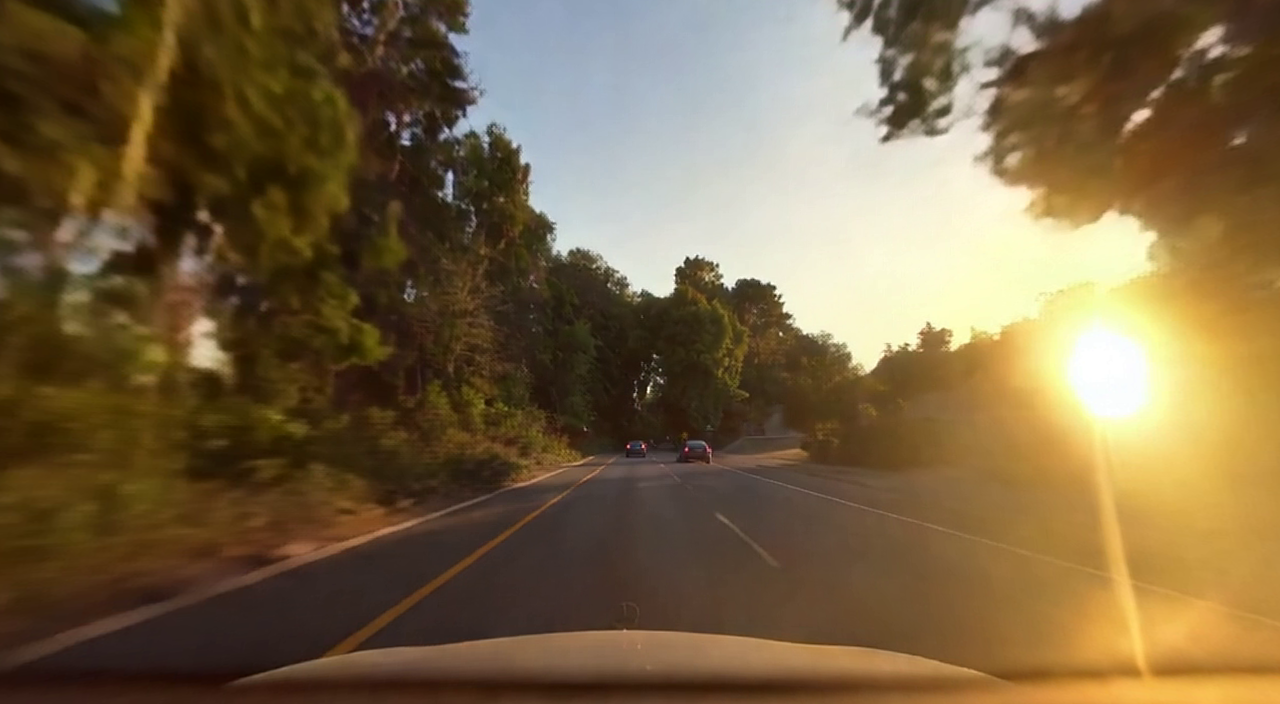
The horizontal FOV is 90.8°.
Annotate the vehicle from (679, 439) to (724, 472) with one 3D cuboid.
[{"bbox_3d":[3.249,5.558,34.068,1.888,1.640,4.044,0,-8,-2],"label":"vehicle"}]
